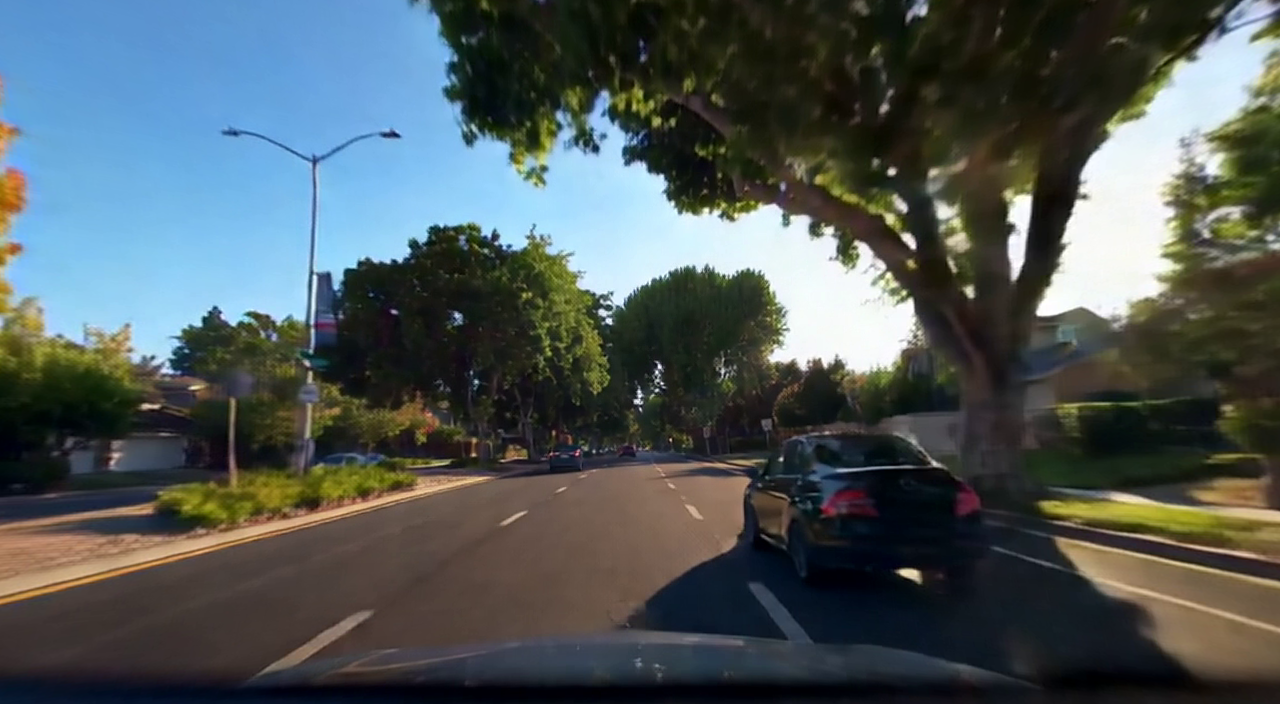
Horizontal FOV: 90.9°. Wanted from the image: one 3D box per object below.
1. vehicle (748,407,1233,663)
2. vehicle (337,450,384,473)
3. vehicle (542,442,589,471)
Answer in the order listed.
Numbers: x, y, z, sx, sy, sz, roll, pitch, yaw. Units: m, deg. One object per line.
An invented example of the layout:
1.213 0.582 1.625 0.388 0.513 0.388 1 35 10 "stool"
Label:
2.502 1.432 6.083 1.992 1.511 4.464 0 -9 -2 "vehicle"
-21.909 8.568 49.540 1.816 1.717 4.024 0 -9 0 "vehicle"
-3.997 5.684 34.485 2.011 1.480 4.517 0 -9 0 "vehicle"
